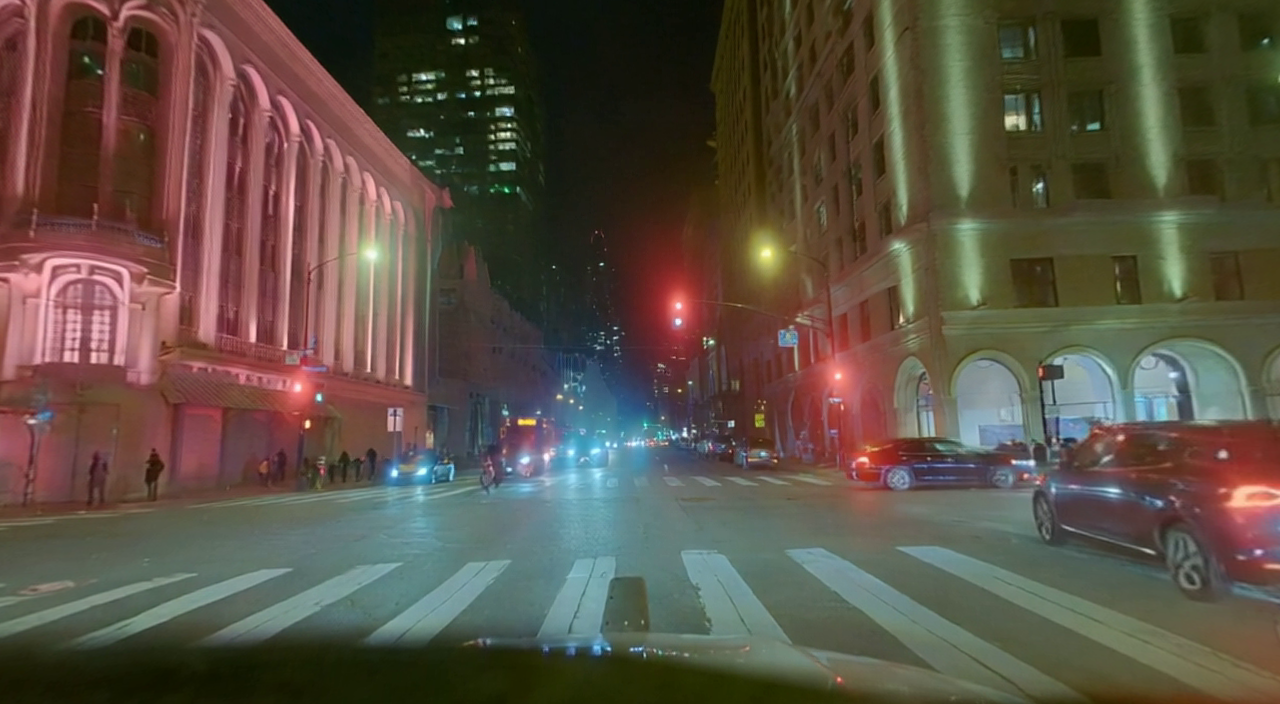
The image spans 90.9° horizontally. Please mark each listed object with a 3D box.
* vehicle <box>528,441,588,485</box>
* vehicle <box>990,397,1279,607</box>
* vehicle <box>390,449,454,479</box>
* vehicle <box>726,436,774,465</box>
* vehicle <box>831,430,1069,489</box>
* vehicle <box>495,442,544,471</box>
[{"bbox_3d":[-2.880,3.988,23.056,1.904,1.402,4.759,0,-8,-4],"label":"vehicle"},{"bbox_3d":[5.707,1.414,6.871,1.912,1.505,4.889,-2,-9,12],"label":"vehicle"},{"bbox_3d":[-11.917,6.116,34.794,1.998,1.505,4.405,0,-8,0],"label":"vehicle"},{"bbox_3d":[6.259,5.643,36.298,1.926,1.574,3.961,0,-8,-2],"label":"vehicle"},{"bbox_3d":[8.189,2.915,17.223,5.388,1.465,2.050,-1,-8,7],"label":"vehicle"},{"bbox_3d":[-6.619,5.761,35.037,1.861,1.508,4.052,0,-8,1],"label":"vehicle"}]
